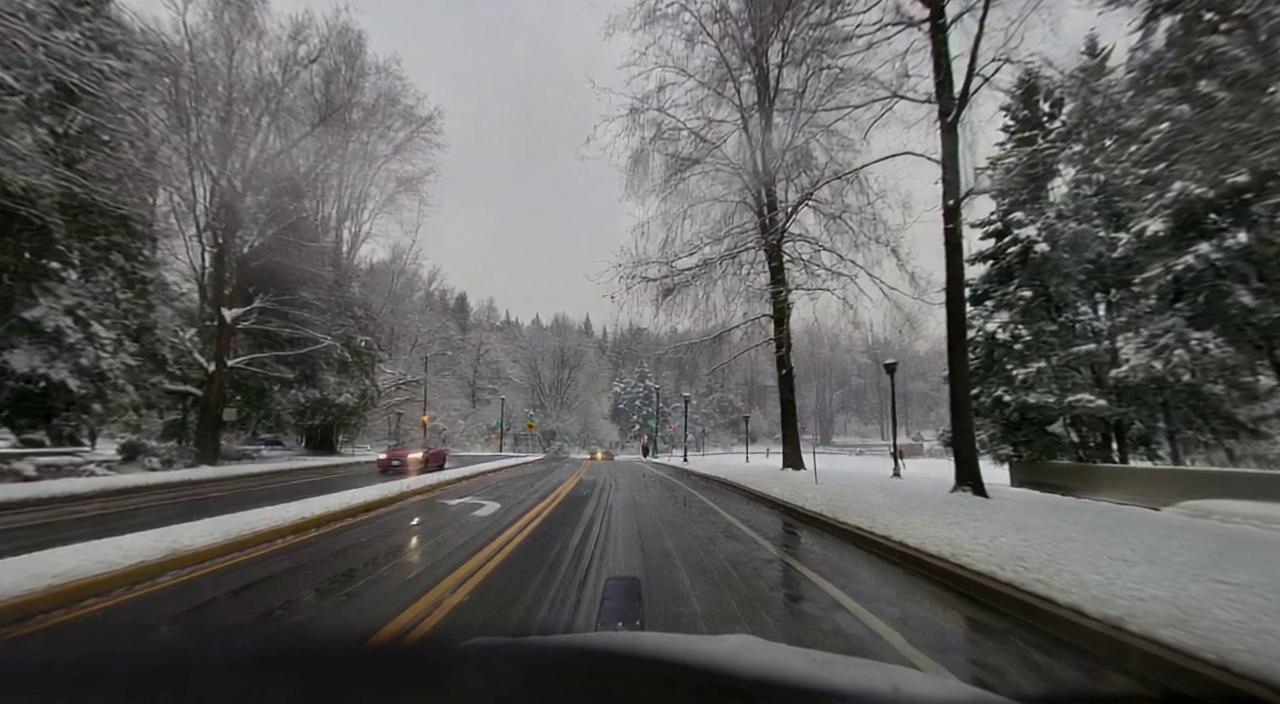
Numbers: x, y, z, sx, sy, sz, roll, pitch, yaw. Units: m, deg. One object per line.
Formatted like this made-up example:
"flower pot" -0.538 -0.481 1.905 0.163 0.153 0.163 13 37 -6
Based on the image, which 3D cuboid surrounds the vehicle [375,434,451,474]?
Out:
"vehicle" -9.719 4.379 27.392 2.008 1.565 4.182 0 -8 -5
